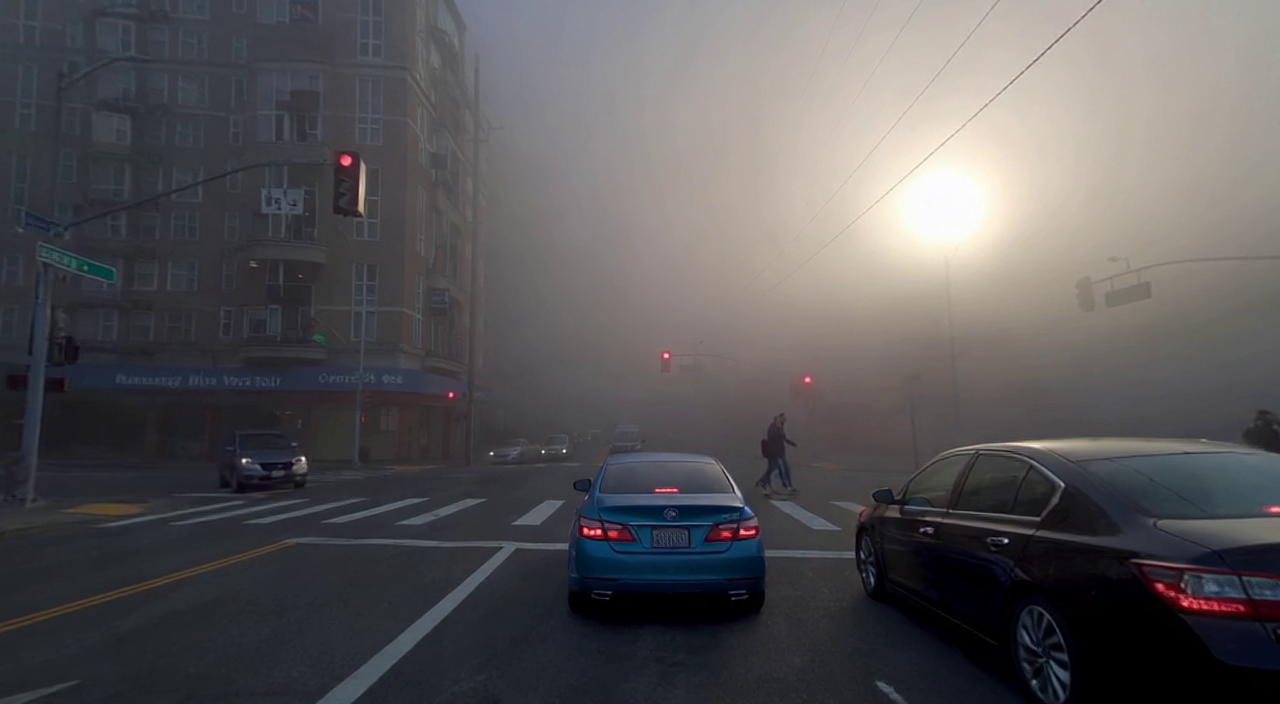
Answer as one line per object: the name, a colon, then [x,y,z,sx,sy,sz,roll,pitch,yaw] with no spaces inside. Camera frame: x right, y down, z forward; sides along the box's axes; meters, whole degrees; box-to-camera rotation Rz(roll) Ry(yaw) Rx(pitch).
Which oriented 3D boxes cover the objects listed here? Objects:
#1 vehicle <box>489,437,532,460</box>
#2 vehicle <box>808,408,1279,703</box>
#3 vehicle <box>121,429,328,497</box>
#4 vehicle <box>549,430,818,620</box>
vehicle: [-9.235,6.915,45.243,2.030,1.596,3.912,-1,-8,3]
vehicle: [2.803,1.281,4.559,1.961,1.498,4.356,0,-8,0]
vehicle: [-13.123,3.443,19.889,5.998,1.889,2.338,-3,-9,22]
vehicle: [0.232,1.664,7.076,2.132,1.464,4.089,0,-8,-3]
